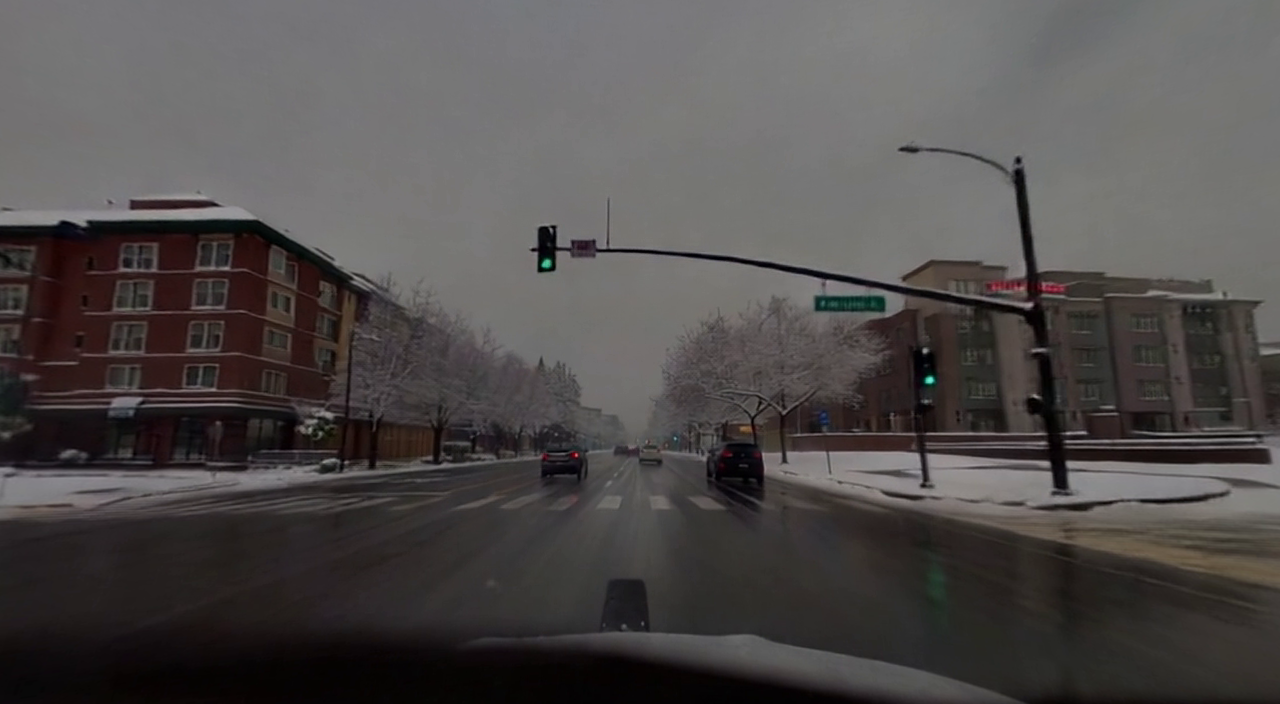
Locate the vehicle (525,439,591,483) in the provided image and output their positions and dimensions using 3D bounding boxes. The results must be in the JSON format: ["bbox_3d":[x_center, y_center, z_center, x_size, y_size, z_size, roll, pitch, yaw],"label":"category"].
[{"bbox_3d":[-3.014,4.110,23.977,1.860,1.510,4.073,0,-9,1],"label":"vehicle"}]

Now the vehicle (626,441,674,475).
[{"bbox_3d":[0.419,4.891,29.346,2.103,1.468,4.094,0,-9,0],"label":"vehicle"}]

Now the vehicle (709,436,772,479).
[{"bbox_3d":[4.100,4.395,26.387,1.987,1.637,3.896,0,-9,0],"label":"vehicle"}]
